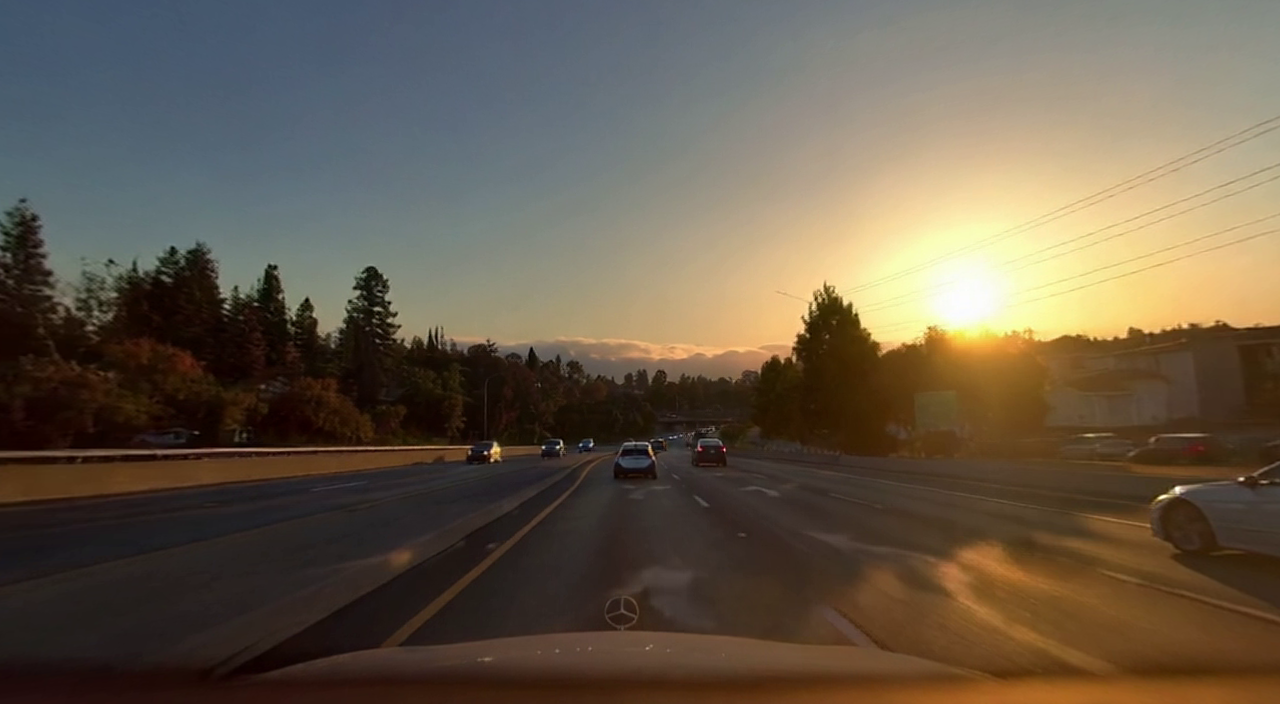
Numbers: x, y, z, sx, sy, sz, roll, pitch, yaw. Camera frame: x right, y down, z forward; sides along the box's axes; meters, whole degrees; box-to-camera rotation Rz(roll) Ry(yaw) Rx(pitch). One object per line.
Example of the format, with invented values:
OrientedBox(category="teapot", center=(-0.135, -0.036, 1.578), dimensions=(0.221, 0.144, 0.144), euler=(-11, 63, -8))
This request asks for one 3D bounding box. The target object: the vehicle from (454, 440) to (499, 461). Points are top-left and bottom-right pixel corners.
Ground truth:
OrientedBox(category="vehicle", center=(-12.076, 7.315, 47.017), dimensions=(2.042, 1.502, 4.626), euler=(0, -9, 1))

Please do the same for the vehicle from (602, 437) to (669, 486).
OrientedBox(category="vehicle", center=(-0.122, 3.616, 21.118), dimensions=(2.040, 1.451, 3.736), euler=(0, -9, 1))

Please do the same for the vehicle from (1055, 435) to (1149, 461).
OrientedBox(category="vehicle", center=(31.564, 6.535, 43.329), dimensions=(1.991, 1.653, 4.785), euler=(4, -9, -23))

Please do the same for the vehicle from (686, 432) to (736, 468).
OrientedBox(category="vehicle", center=(3.888, 5.463, 35.278), dimensions=(2.186, 1.842, 4.553), euler=(0, -9, -1))

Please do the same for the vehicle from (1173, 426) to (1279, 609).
OrientedBox(category="vehicle", center=(6.403, 1.126, 3.684), dimensions=(2.434, 1.467, 4.726), euler=(0, -9, 0))
